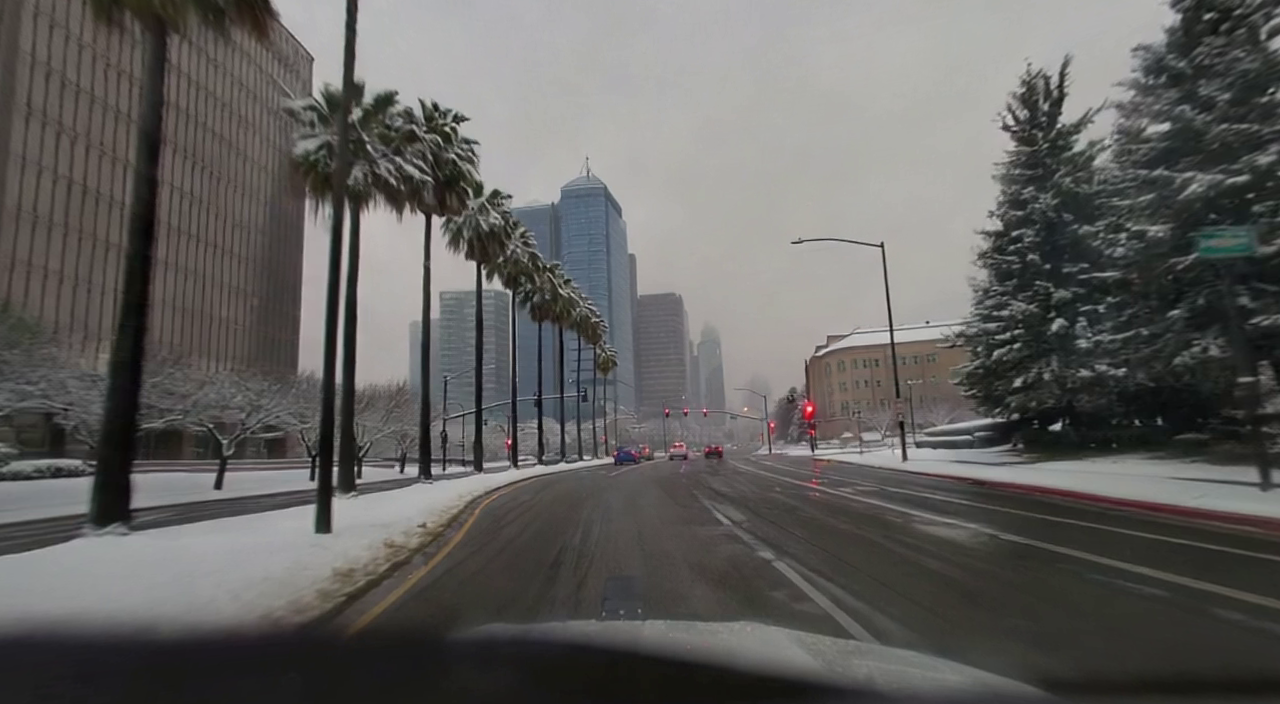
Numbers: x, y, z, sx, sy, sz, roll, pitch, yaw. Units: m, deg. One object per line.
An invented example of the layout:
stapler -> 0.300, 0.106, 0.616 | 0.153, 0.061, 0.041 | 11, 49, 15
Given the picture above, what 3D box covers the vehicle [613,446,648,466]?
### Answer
vehicle -> -0.688, 8.100, 49.441 | 1.962, 1.480, 4.605 | -2, -9, 9
